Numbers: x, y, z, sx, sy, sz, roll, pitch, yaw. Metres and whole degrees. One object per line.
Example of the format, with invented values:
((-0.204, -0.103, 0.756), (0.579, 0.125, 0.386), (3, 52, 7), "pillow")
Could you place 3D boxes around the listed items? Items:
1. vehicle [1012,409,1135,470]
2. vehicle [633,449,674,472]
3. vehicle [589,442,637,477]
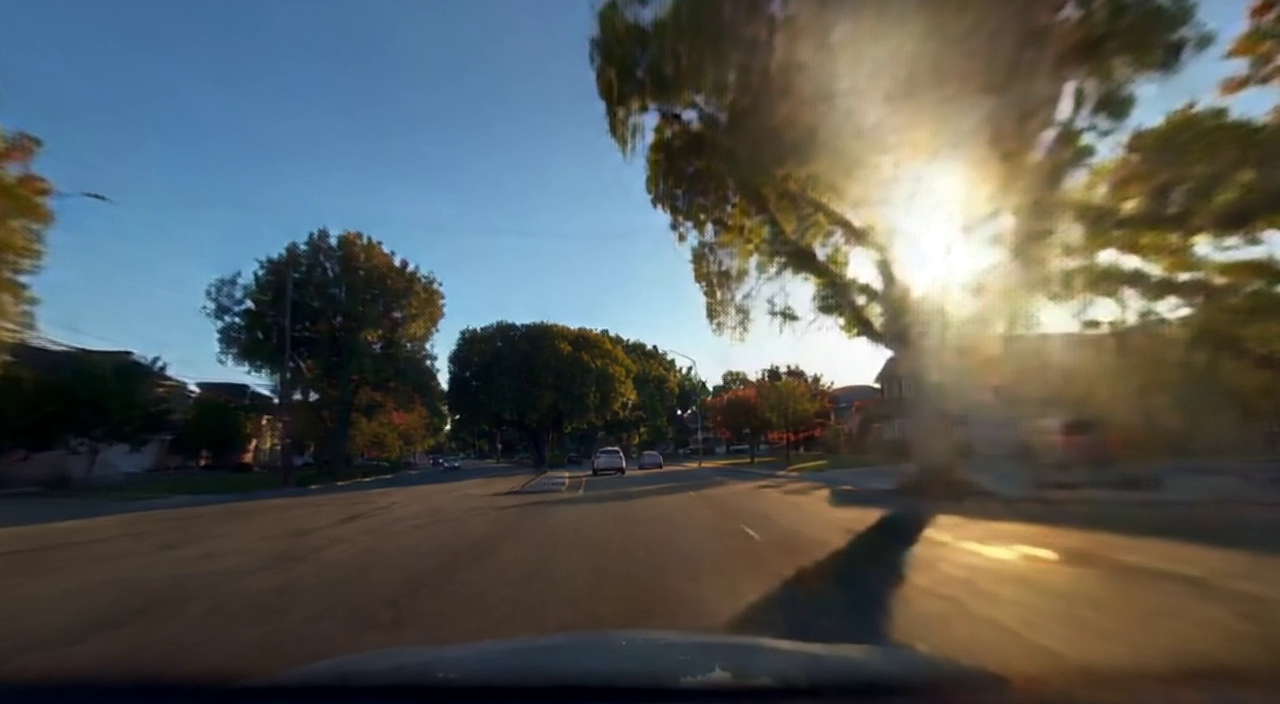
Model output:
((15.207, 3.160, 22.437), (2.666, 1.892, 5.391), (-4, -10, 25), "vehicle")
((0.878, 7.695, 44.898), (1.915, 1.495, 4.880), (2, -9, -11), "vehicle")
((-1.586, 5.972, 35.065), (2.165, 1.783, 4.391), (1, -9, -9), "vehicle")
